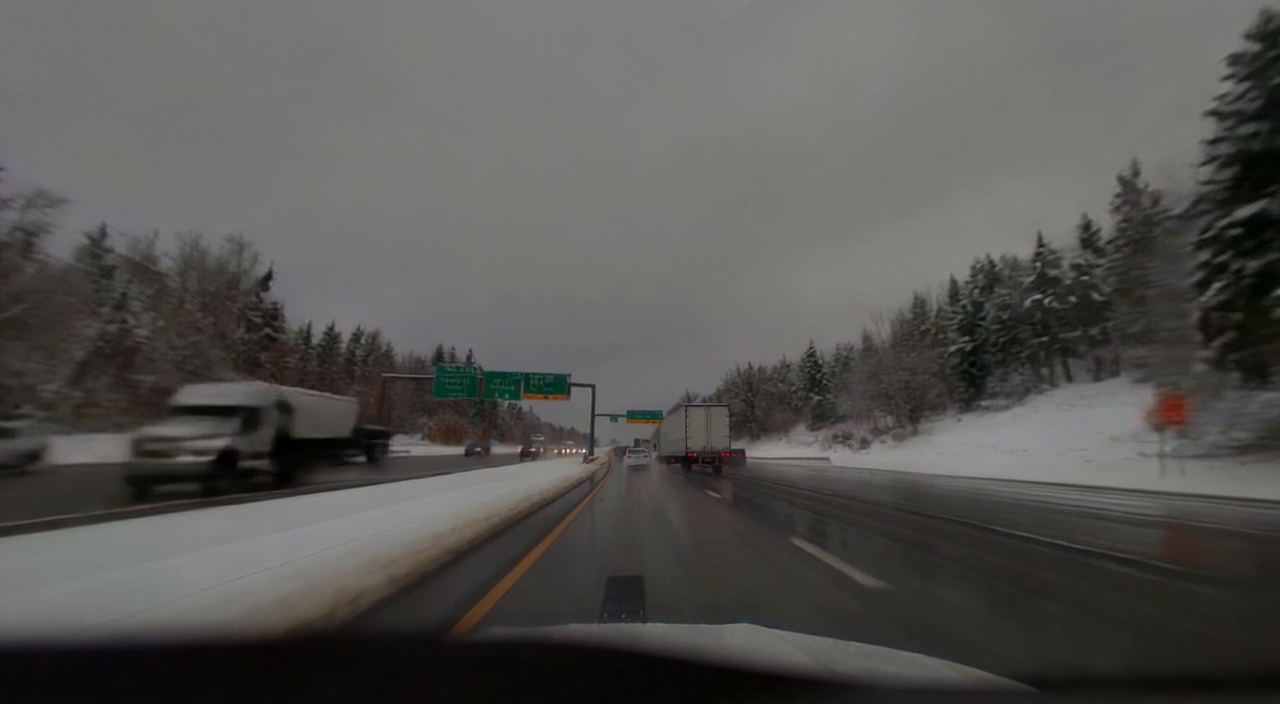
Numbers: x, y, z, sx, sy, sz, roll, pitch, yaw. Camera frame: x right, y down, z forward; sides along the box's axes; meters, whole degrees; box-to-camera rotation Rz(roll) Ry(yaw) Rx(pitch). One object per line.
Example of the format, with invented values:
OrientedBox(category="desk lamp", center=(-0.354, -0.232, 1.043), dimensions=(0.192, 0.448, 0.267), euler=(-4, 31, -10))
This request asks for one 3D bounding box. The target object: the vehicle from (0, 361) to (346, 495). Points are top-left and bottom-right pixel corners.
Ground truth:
OrientedBox(category="vehicle", center=(-7.339, 1.381, 10.757), dimensions=(2.099, 1.725, 5.303), euler=(0, -9, 0))

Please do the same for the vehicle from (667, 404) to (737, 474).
OrientedBox(category="vehicle", center=(3.830, 5.967, 42.504), dimensions=(2.931, 4.009, 12.800), euler=(0, -9, -2))

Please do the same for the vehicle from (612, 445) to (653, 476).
OrientedBox(category="vehicle", center=(-0.427, 5.949, 34.685), dimensions=(2.111, 1.599, 3.859), euler=(0, -9, -2))

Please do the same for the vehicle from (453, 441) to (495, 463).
OrientedBox(category="vehicle", center=(-12.162, 7.357, 46.482), dimensions=(1.867, 1.499, 4.538), euler=(0, -9, -1))

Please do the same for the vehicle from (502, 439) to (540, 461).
OrientedBox(category="vehicle", center=(-8.194, 6.837, 43.867), dimensions=(1.877, 1.481, 4.062), euler=(0, -9, 0))
